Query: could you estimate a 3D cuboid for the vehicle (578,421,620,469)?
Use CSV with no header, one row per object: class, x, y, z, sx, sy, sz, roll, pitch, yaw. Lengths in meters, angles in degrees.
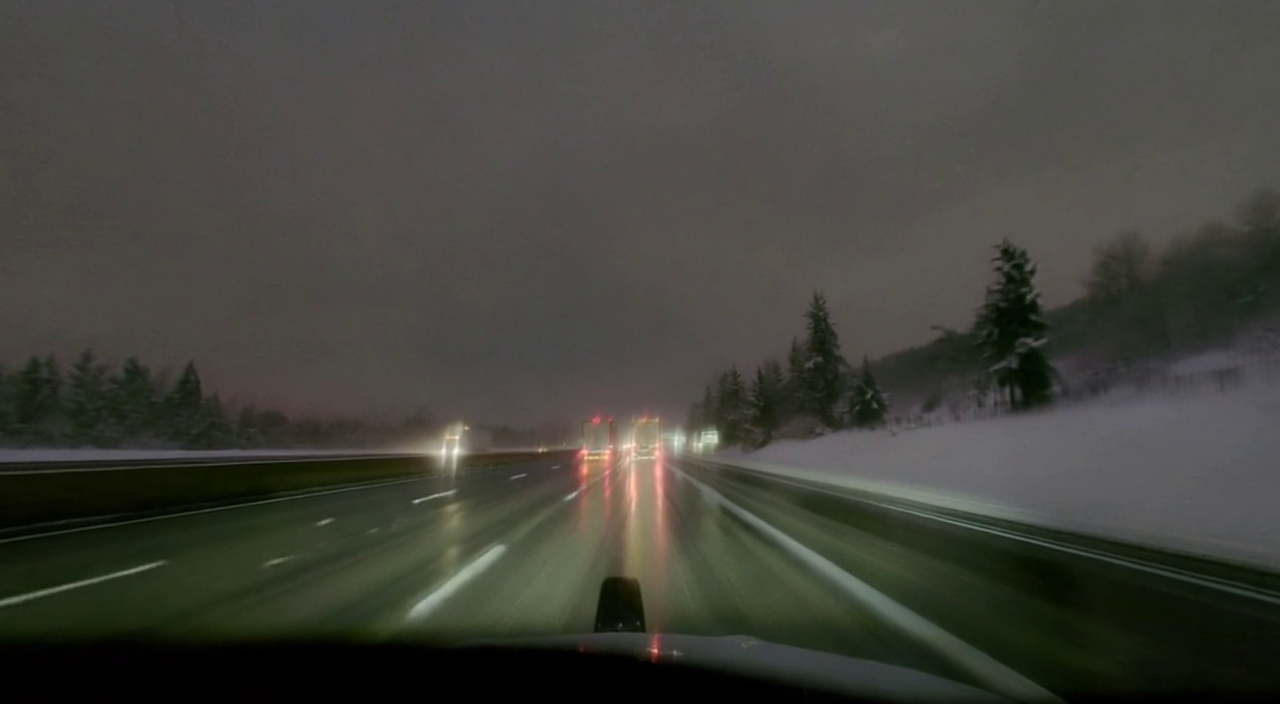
vehicle,-2.950,7.044,47.470,2.696,3.266,7.062,0,-9,0
